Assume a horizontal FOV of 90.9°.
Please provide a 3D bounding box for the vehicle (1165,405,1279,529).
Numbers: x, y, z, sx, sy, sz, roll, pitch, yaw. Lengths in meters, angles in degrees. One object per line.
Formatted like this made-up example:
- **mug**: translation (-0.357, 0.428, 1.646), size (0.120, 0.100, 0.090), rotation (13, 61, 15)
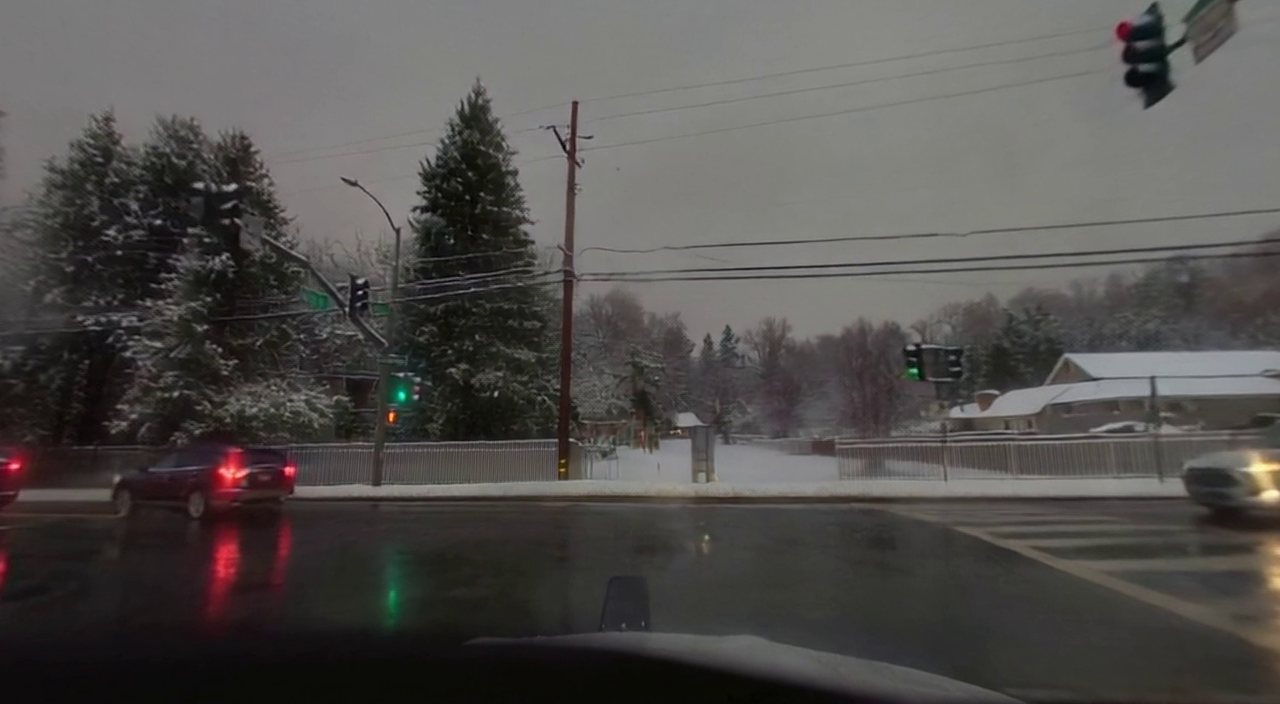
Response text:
- **vehicle**: translation (11.316, 1.698, 9.554), size (4.600, 1.722, 2.074), rotation (-2, -8, 10)

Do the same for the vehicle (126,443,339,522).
- **vehicle**: translation (-9.243, 2.833, 14.269), size (4.512, 1.506, 2.078), rotation (-5, -9, 29)
